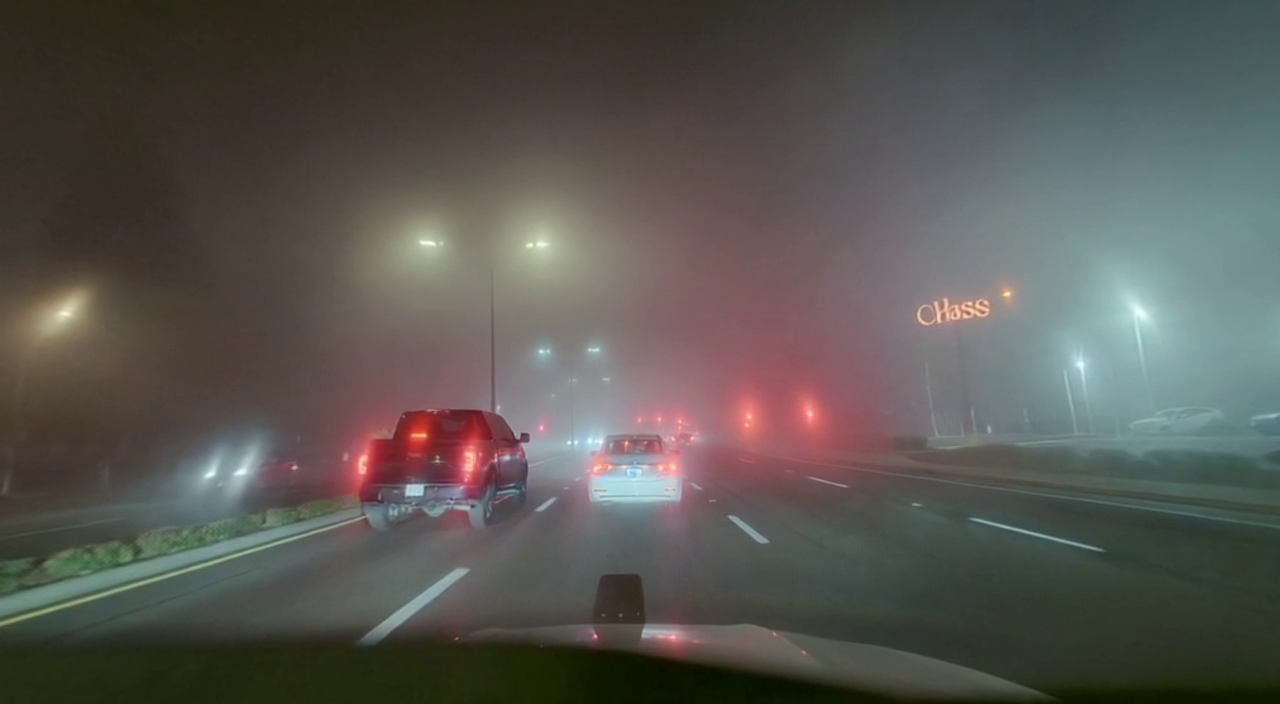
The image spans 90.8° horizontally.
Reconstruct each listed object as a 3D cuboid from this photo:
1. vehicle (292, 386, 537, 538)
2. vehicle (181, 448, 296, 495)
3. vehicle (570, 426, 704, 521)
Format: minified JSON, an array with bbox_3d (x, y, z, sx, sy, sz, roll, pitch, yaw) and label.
[{"bbox_3d":[-3.427,1.854,11.157,2.301,1.985,5.531,0,-8,0],"label":"vehicle"},{"bbox_3d":[-14.391,4.261,22.951,1.737,1.498,3.854,0,-8,-2],"label":"vehicle"},{"bbox_3d":[-0.116,2.224,12.075,2.126,1.475,3.967,0,-8,-2],"label":"vehicle"}]
